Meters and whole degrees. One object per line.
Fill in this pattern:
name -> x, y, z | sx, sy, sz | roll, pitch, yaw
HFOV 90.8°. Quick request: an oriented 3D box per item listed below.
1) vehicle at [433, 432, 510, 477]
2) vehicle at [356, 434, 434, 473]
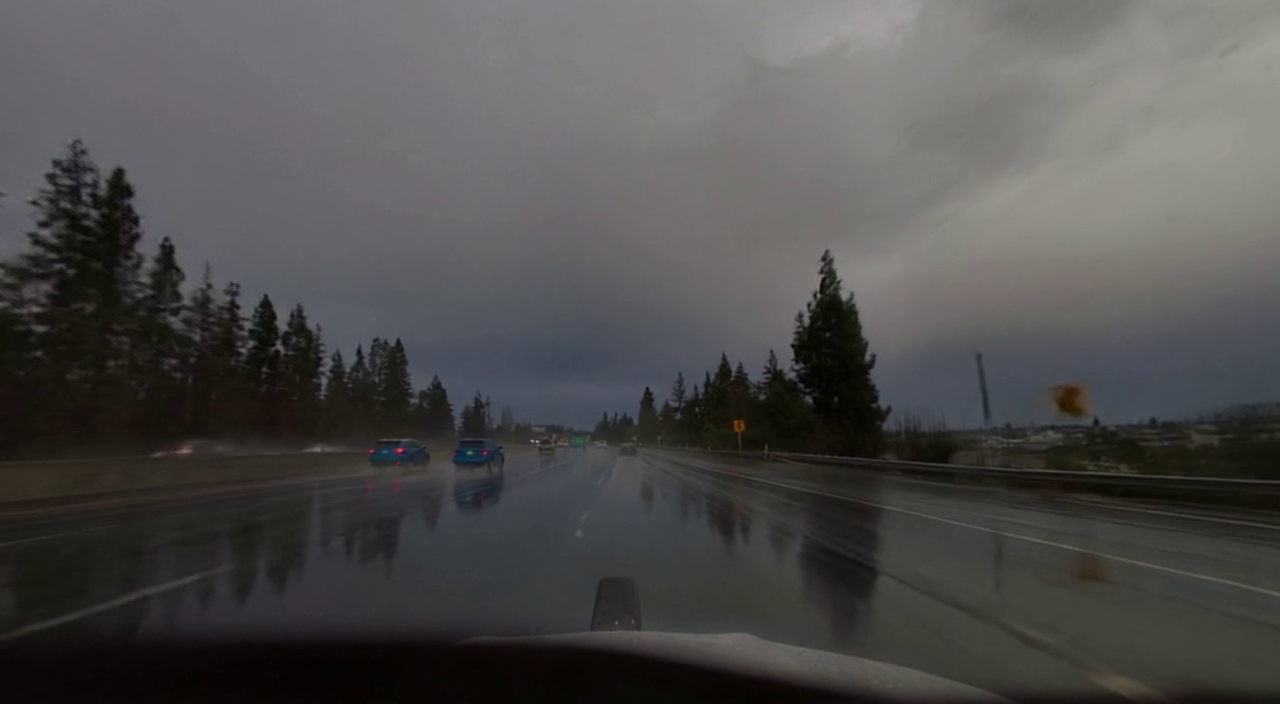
vehicle -> -7.132, 4.390, 27.260 | 2.146, 1.766, 4.502 | 0, -9, -1
vehicle -> -11.475, 4.795, 29.920 | 2.016, 1.711, 4.365 | 0, -9, -1
